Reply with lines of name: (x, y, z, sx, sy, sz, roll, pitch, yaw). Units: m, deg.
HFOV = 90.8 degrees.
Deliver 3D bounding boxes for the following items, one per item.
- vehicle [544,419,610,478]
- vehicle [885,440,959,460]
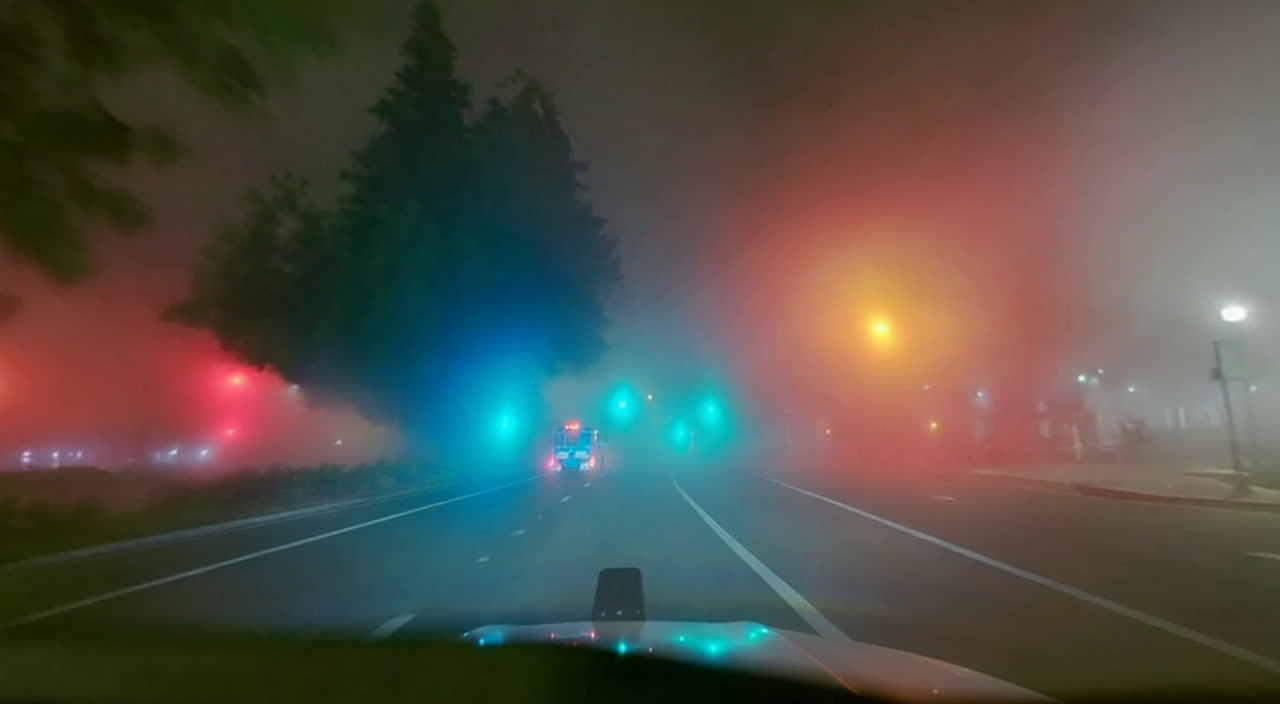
vehicle: (-3.176, 5.066, 33.214, 2.633, 2.787, 5.796, -1, -9, 2)
vehicle: (21.911, 7.613, 49.206, 4.813, 1.476, 1.868, 0, -9, 1)
